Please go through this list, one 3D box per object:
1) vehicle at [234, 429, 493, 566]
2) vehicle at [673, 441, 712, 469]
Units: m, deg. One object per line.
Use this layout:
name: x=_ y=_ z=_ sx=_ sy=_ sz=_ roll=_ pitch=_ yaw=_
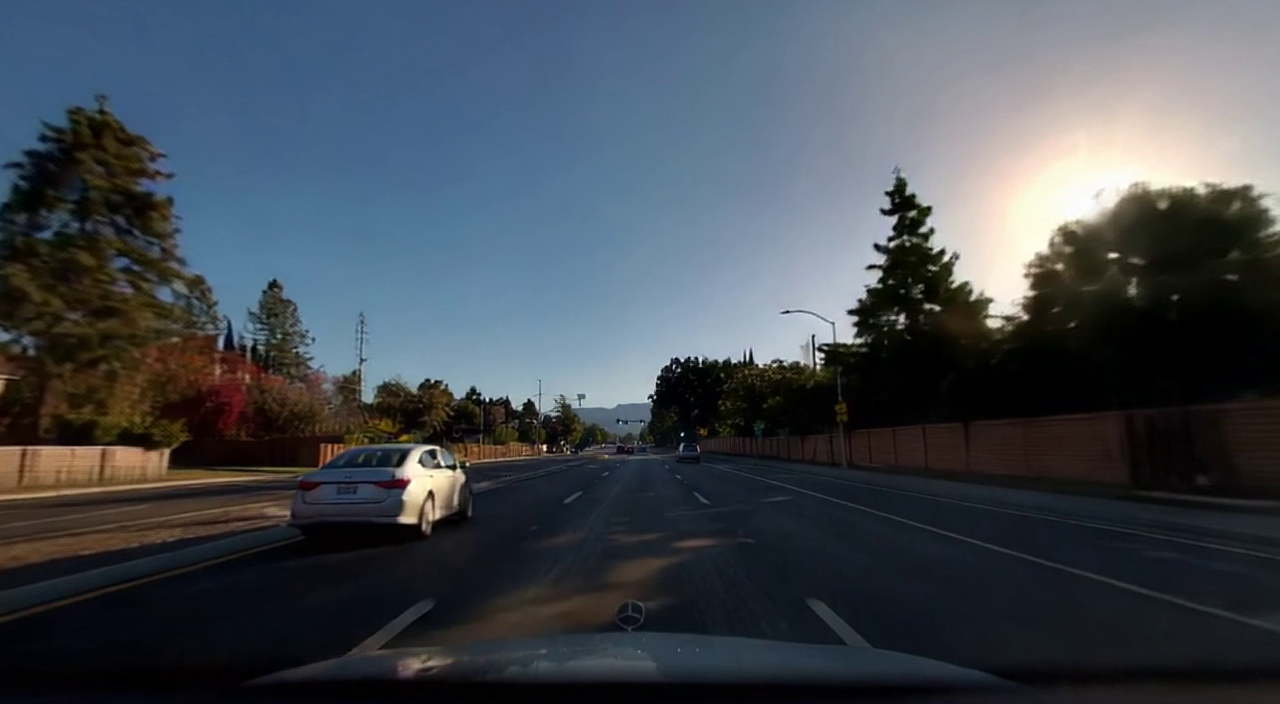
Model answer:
vehicle: x=-3.654 y=1.976 z=9.417 sx=1.966 sy=1.524 sz=4.410 roll=0 pitch=-8 yaw=-2
vehicle: x=3.424 y=6.827 z=42.020 sx=2.114 sy=1.780 sz=4.445 roll=0 pitch=-8 yaw=-1
